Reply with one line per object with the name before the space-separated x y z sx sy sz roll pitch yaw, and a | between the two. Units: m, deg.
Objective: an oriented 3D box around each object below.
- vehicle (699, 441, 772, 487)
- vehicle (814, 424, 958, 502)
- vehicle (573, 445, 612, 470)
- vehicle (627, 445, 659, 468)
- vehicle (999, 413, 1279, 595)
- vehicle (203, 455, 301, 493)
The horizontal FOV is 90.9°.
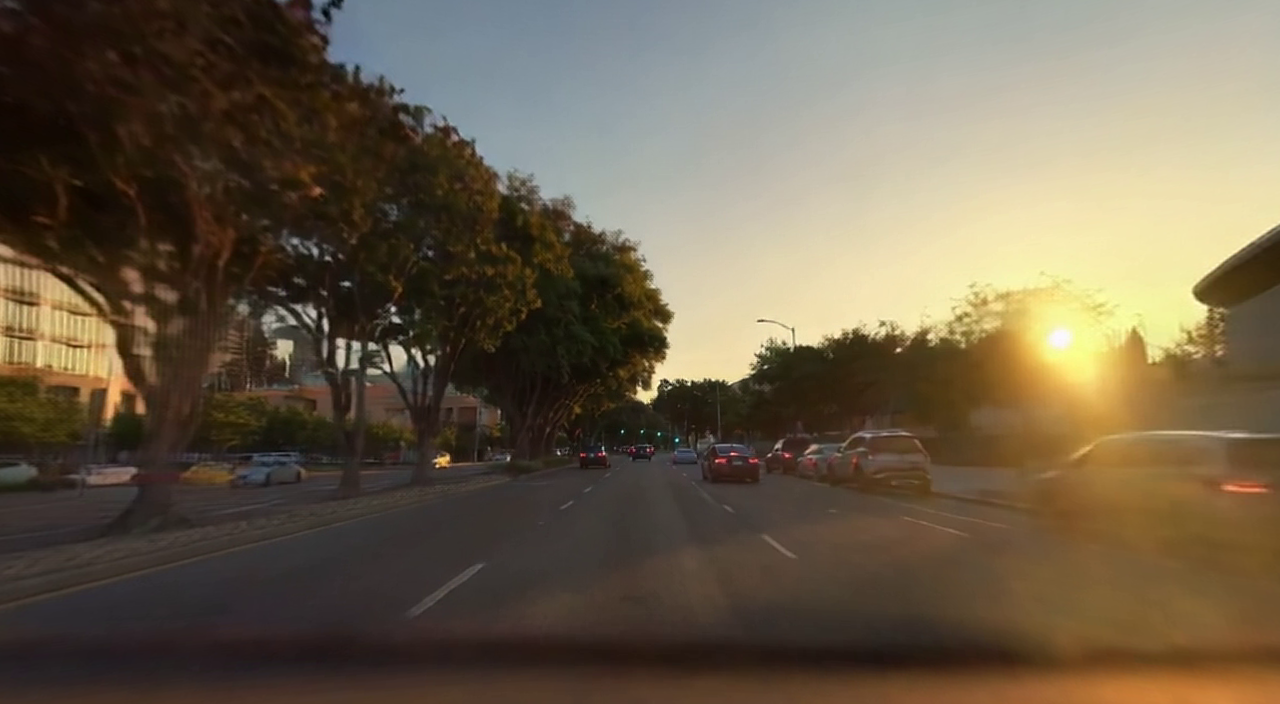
vehicle | 3.398 4.088 23.326 1.990 1.486 4.431 0 -9 0
vehicle | 6.814 3.140 18.201 2.215 1.909 4.875 -1 -9 1
vehicle | -3.039 6.846 41.142 2.082 1.467 4.379 -1 -9 1
vehicle | 0.230 7.165 43.496 2.101 1.480 3.929 -1 -9 2
vehicle | 6.794 1.689 7.853 2.072 1.631 4.246 0 -9 0
vehicle | -18.735 5.888 30.719 1.864 1.458 4.598 -5 -9 0
